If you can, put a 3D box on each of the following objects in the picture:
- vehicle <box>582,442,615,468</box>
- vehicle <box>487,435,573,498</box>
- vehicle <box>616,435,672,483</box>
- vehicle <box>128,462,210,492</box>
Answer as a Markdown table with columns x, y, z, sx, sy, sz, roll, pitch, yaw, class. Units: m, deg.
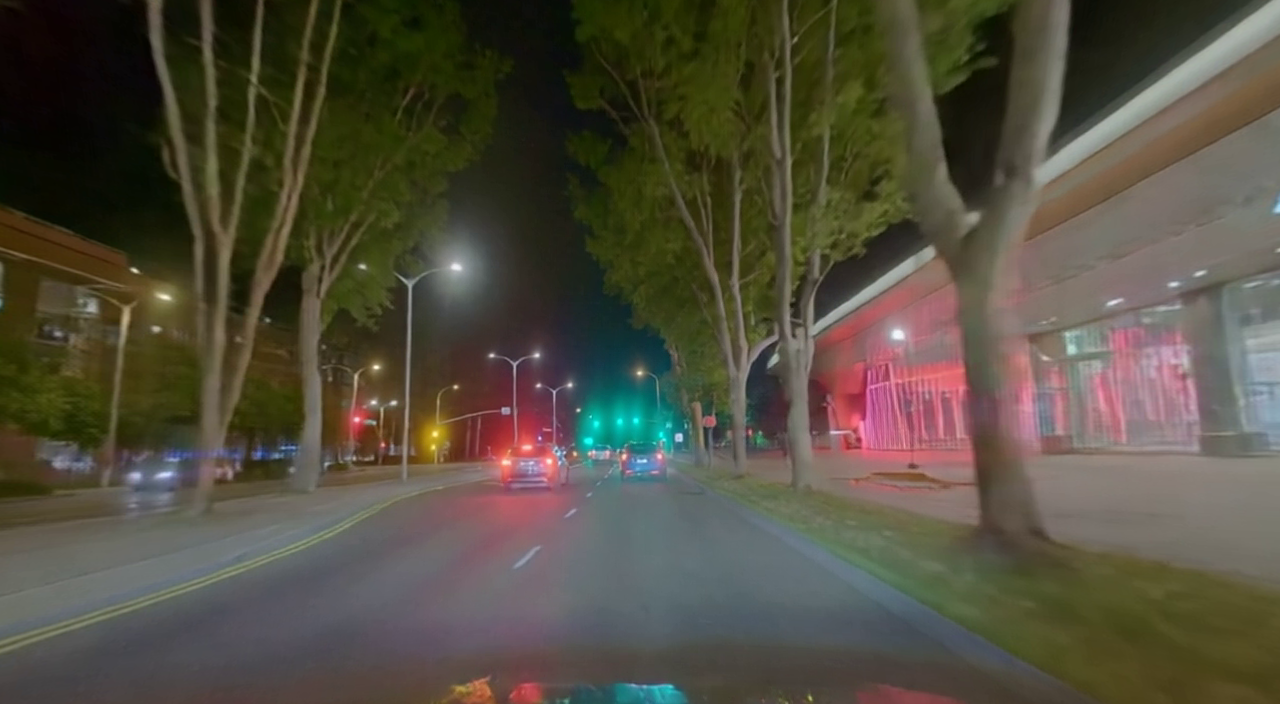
| x | y | z | sx | sy | sz | roll | pitch | yaw | class |
| --- | --- | --- | --- | --- | --- | --- | --- | --- | --- |
| -3.065 | 7.697 | 47.377 | 2.220 | 1.847 | 4.587 | 0 | -8 | 0 | vehicle |
| -3.296 | 3.502 | 19.620 | 1.940 | 1.722 | 3.823 | 0 | -8 | 1 | vehicle |
| 0.147 | 4.323 | 25.743 | 2.120 | 1.758 | 3.917 | 0 | -8 | 0 | vehicle |
| -31.104 | 8.233 | 41.810 | 1.929 | 1.671 | 4.597 | 0 | -8 | -2 | vehicle |
